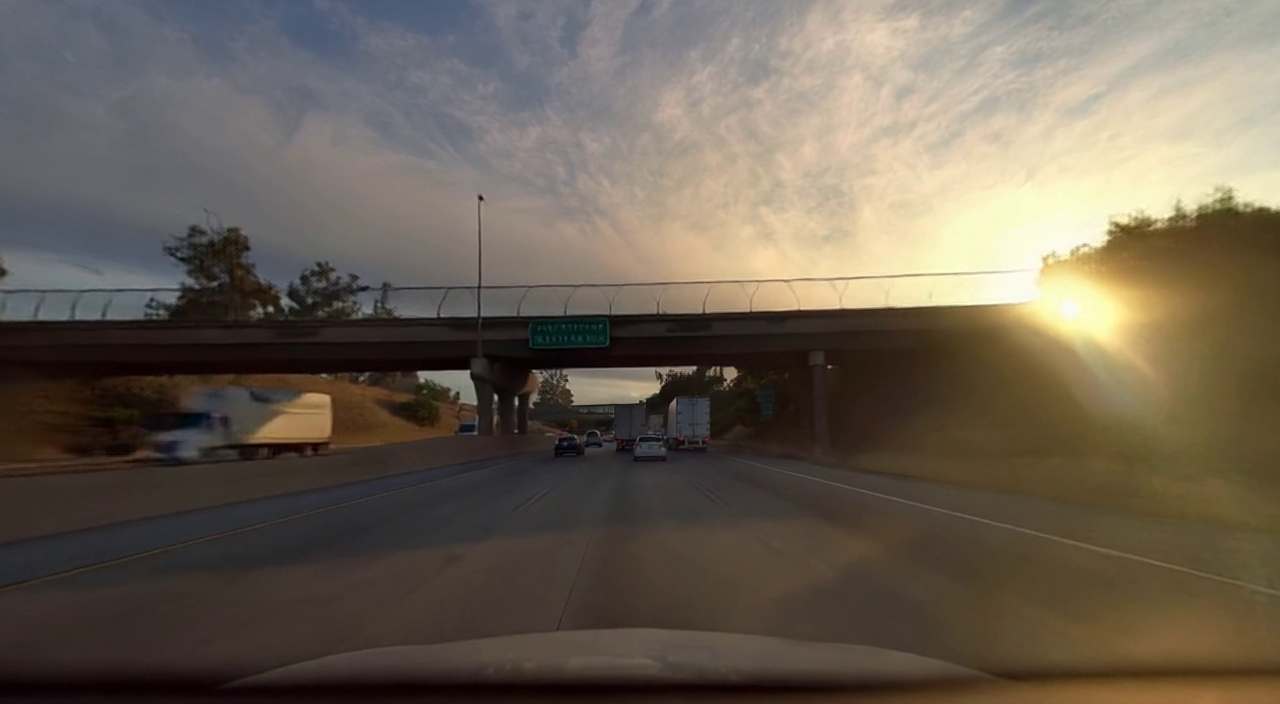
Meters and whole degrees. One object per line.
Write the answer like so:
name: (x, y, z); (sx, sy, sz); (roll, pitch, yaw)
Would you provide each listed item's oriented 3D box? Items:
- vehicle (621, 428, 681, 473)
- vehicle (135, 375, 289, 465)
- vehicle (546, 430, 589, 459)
vehicle: (0.328, 3.635, 23.535); (2.059, 1.522, 3.693); (0, -8, -2)
vehicle: (-21.260, 3.501, 31.902); (2.992, 4.070, 6.649); (0, -8, -1)
vehicle: (-4.066, 5.293, 36.133); (1.979, 1.527, 4.754); (0, -8, -1)
